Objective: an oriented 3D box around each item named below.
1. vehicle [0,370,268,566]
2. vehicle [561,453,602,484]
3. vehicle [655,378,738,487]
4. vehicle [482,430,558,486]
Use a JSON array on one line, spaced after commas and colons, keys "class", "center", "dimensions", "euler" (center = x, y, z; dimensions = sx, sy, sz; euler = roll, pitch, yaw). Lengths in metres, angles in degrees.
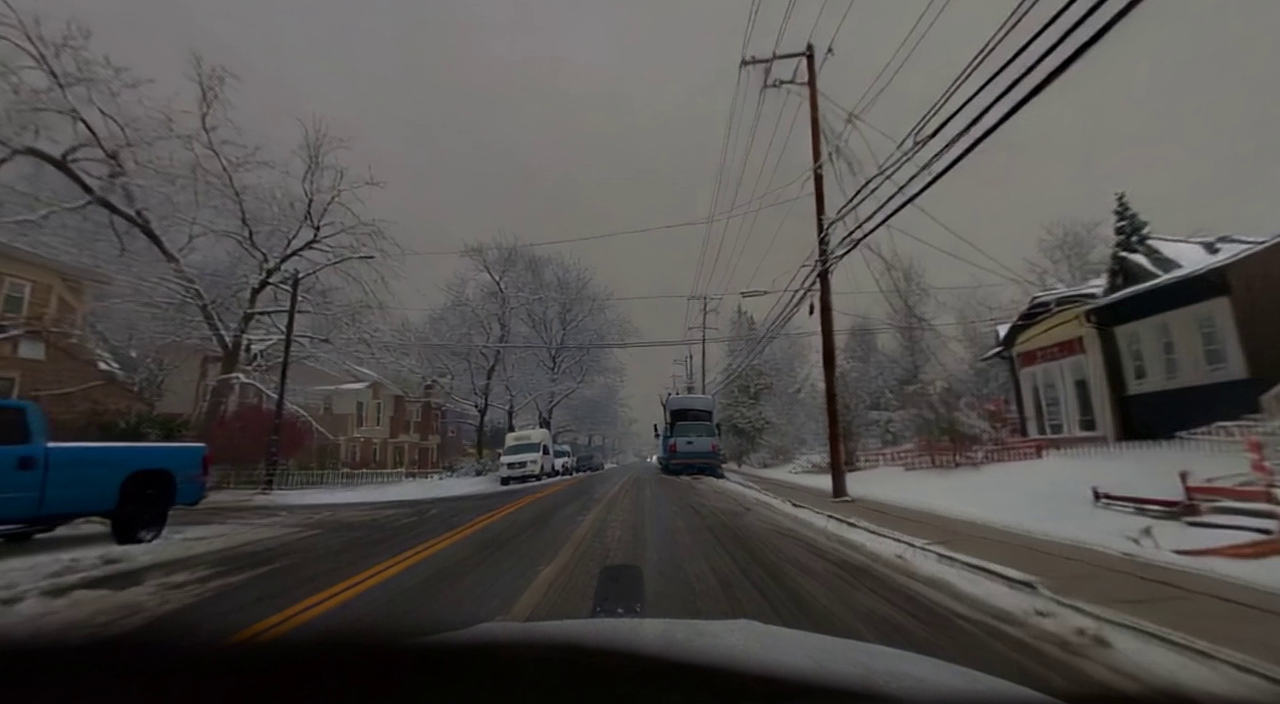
[{"class": "vehicle", "center": [-7.276, 1.260, 7.006], "dimensions": [2.238, 1.895, 5.648], "euler": [-1, -9, 8]}, {"class": "vehicle", "center": [-3.981, 8.040, 43.697], "dimensions": [2.257, 1.916, 5.089], "euler": [0, -9, 1]}, {"class": "vehicle", "center": [2.176, 3.757, 27.399], "dimensions": [2.915, 3.793, 9.963], "euler": [1, -11, 2]}, {"class": "vehicle", "center": [-5.001, 4.435, 27.013], "dimensions": [2.171, 1.910, 4.789], "euler": [-1, -4, 2]}]
